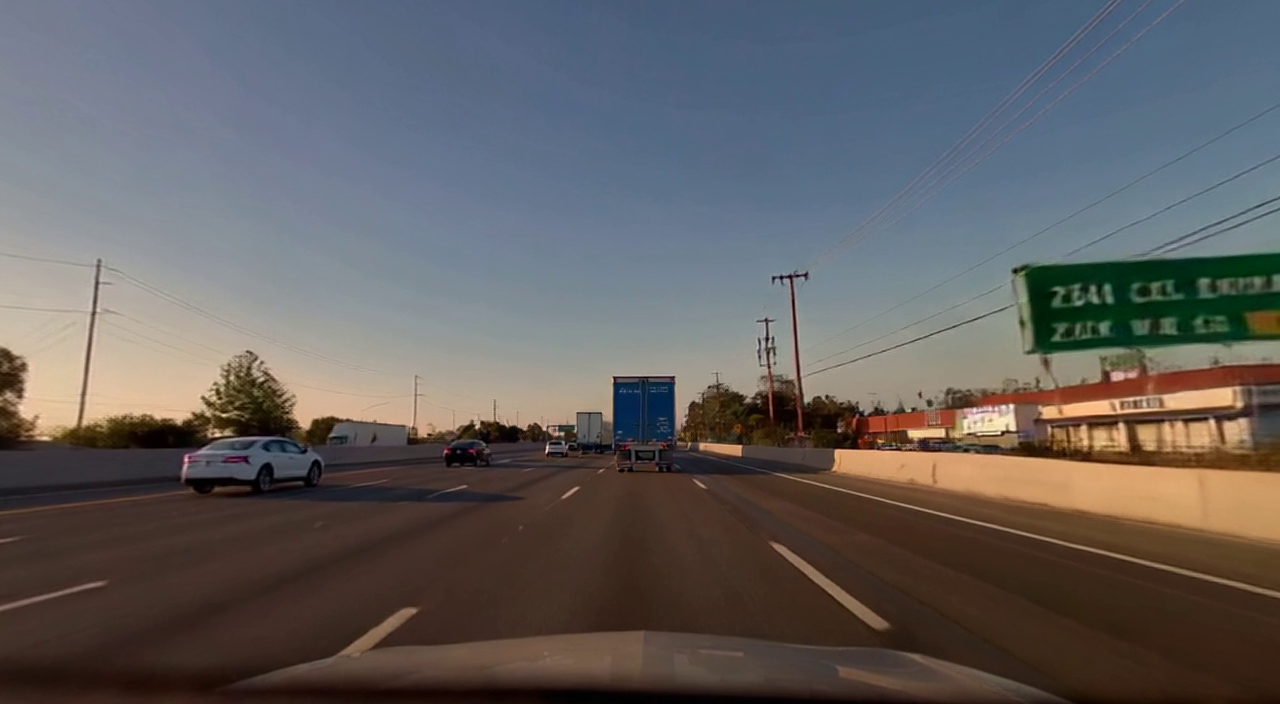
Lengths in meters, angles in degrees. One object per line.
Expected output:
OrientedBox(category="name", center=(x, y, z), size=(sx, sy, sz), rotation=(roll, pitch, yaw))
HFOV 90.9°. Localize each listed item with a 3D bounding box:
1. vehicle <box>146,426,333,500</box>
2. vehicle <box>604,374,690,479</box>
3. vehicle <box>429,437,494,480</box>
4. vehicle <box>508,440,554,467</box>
OrientedBox(category="vehicle", center=(-10.927, 3.073, 17.769), size=(2.046, 1.779, 4.752), rotation=(0, -9, 1))
OrientedBox(category="vehicle", center=(0.147, 3.289, 26.710), size=(2.941, 3.604, 9.851), rotation=(0, -9, -1))
OrientedBox(category="vehicle", center=(-6.997, 4.170, 24.942), size=(1.736, 1.580, 2.778), rotation=(0, -9, 0))
OrientedBox(category="vehicle", center=(-6.372, 5.995, 37.357), size=(1.933, 1.459, 4.478), rotation=(0, -9, 0))
